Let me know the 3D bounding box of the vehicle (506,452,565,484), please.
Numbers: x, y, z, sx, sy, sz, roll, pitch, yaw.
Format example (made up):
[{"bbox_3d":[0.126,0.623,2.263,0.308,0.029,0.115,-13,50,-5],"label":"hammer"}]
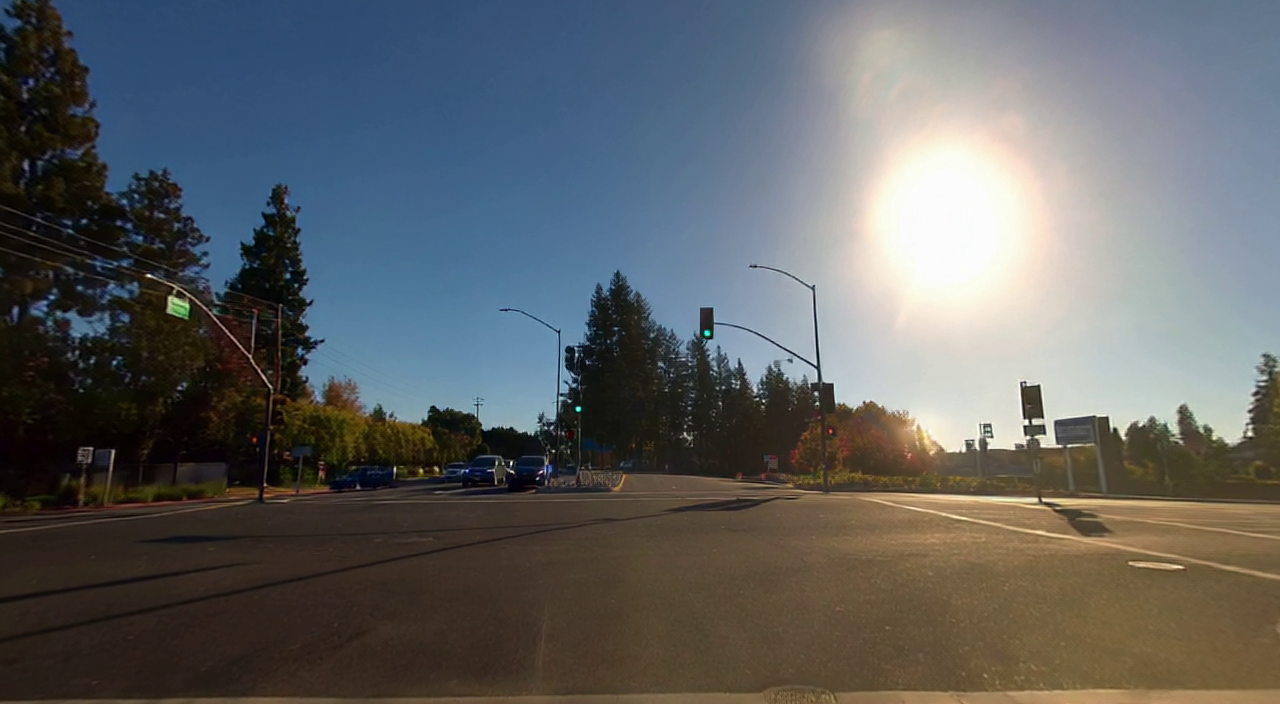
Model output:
[{"bbox_3d":[-5.237,5.864,32.117,2.107,1.456,4.728,0,-8,1],"label":"vehicle"}]

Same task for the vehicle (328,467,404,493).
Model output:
[{"bbox_3d":[-18.401,8.603,42.537,2.029,1.500,4.491,-4,-9,24],"label":"vehicle"}]

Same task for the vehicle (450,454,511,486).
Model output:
[{"bbox_3d":[-8.030,5.974,32.087,1.960,1.433,4.213,0,-8,1],"label":"vehicle"}]
